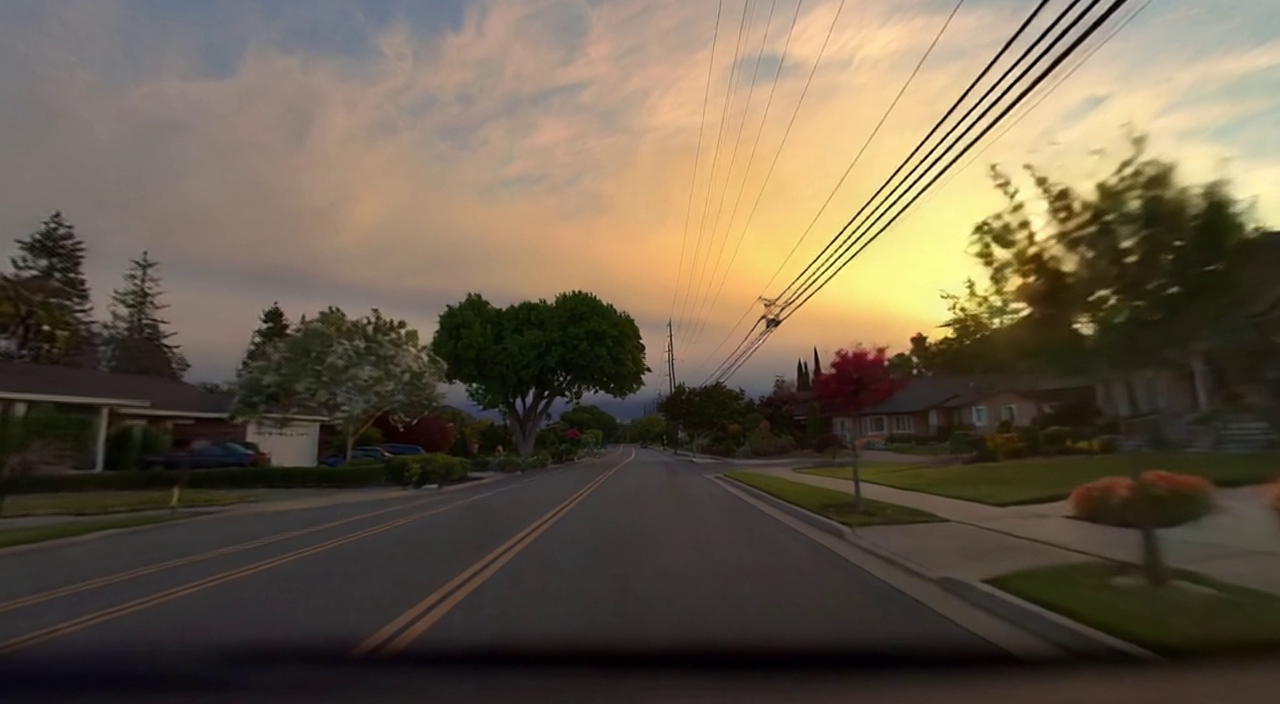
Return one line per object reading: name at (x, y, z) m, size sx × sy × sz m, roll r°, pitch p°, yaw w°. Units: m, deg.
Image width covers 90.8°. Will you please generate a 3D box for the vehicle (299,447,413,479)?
vehicle at (-13.915, 5.456, 31.248) m, size 4.554 × 1.535 × 2.261 m, roll 0°, pitch -8°, yaw -2°
